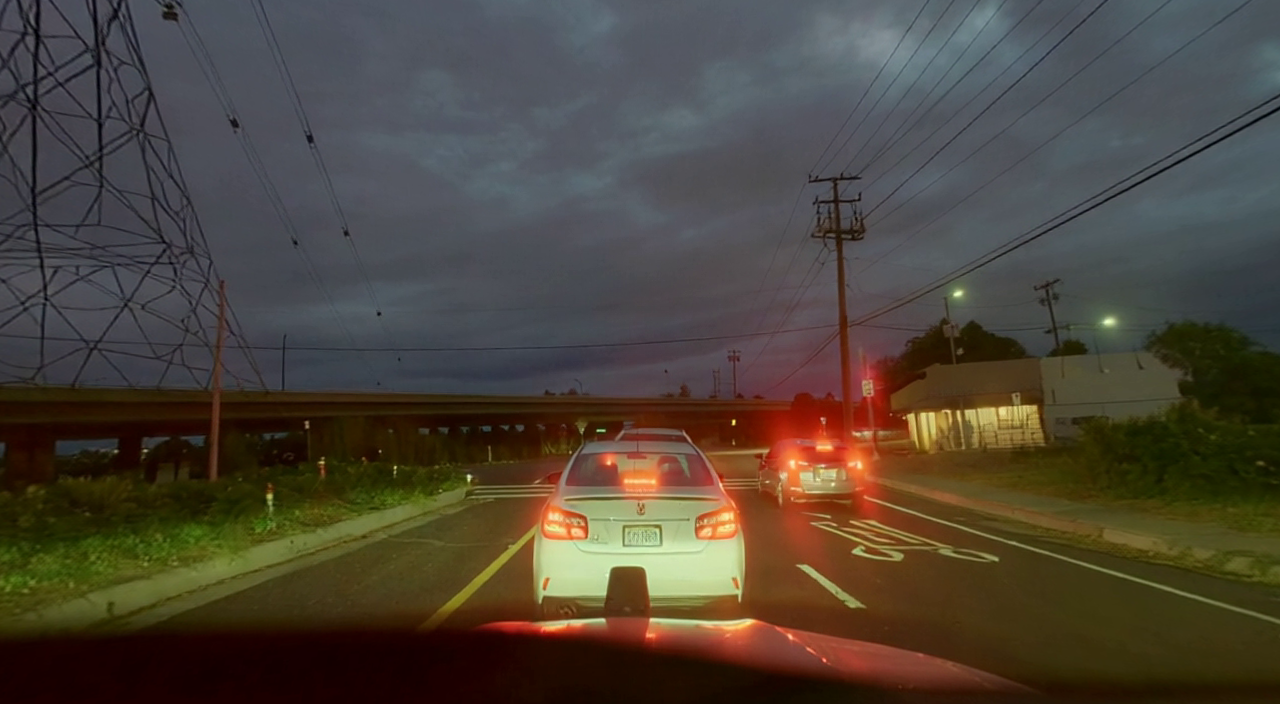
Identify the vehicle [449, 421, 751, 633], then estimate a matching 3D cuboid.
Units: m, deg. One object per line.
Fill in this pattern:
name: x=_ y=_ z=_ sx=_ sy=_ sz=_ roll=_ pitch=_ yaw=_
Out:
vehicle: x=-0.242 y=1.527 z=6.465 sx=2.090 sy=1.458 sz=4.033 roll=-1 pitch=-9 yaw=1
